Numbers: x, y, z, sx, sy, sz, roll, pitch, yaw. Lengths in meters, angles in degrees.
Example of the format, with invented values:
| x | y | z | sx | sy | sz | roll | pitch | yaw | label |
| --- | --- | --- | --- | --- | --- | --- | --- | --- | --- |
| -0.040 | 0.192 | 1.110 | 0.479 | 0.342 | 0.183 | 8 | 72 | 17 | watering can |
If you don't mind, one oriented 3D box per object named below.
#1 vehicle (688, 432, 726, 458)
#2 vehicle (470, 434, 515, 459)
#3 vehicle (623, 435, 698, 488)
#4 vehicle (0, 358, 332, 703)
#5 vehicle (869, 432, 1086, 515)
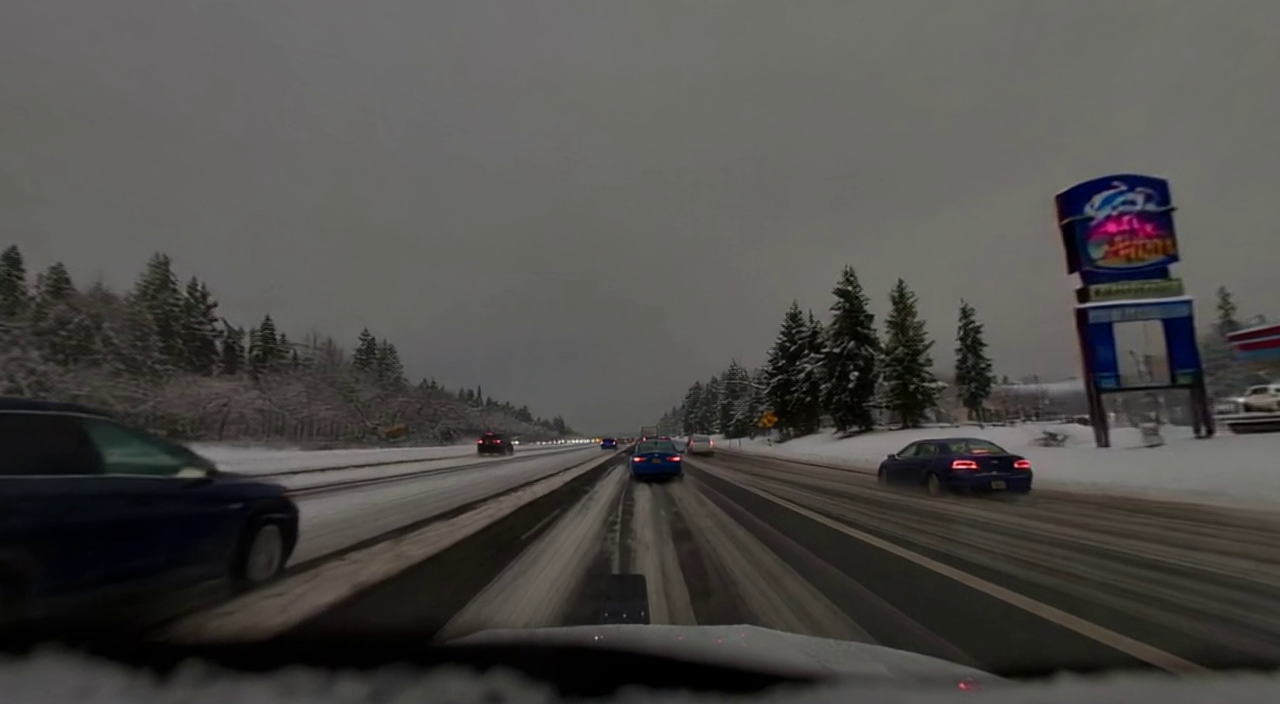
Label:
| x | y | z | sx | sy | sz | roll | pitch | yaw | label |
| --- | --- | --- | --- | --- | --- | --- | --- | --- | --- |
| 4.930 | 6.962 | 47.163 | 2.261 | 1.781 | 4.709 | 0 | -8 | -1 | vehicle |
| -10.268 | 6.632 | 44.264 | 1.950 | 1.664 | 4.403 | 0 | -8 | 2 | vehicle |
| 0.566 | 3.398 | 19.890 | 2.113 | 1.464 | 4.073 | 0 | -8 | 0 | vehicle |
| -3.616 | 0.840 | 2.713 | 1.927 | 1.586 | 5.142 | 0 | -8 | 1 | vehicle |
| 6.715 | 2.450 | 13.244 | 2.030 | 1.442 | 4.358 | 0 | -8 | -2 | vehicle |
